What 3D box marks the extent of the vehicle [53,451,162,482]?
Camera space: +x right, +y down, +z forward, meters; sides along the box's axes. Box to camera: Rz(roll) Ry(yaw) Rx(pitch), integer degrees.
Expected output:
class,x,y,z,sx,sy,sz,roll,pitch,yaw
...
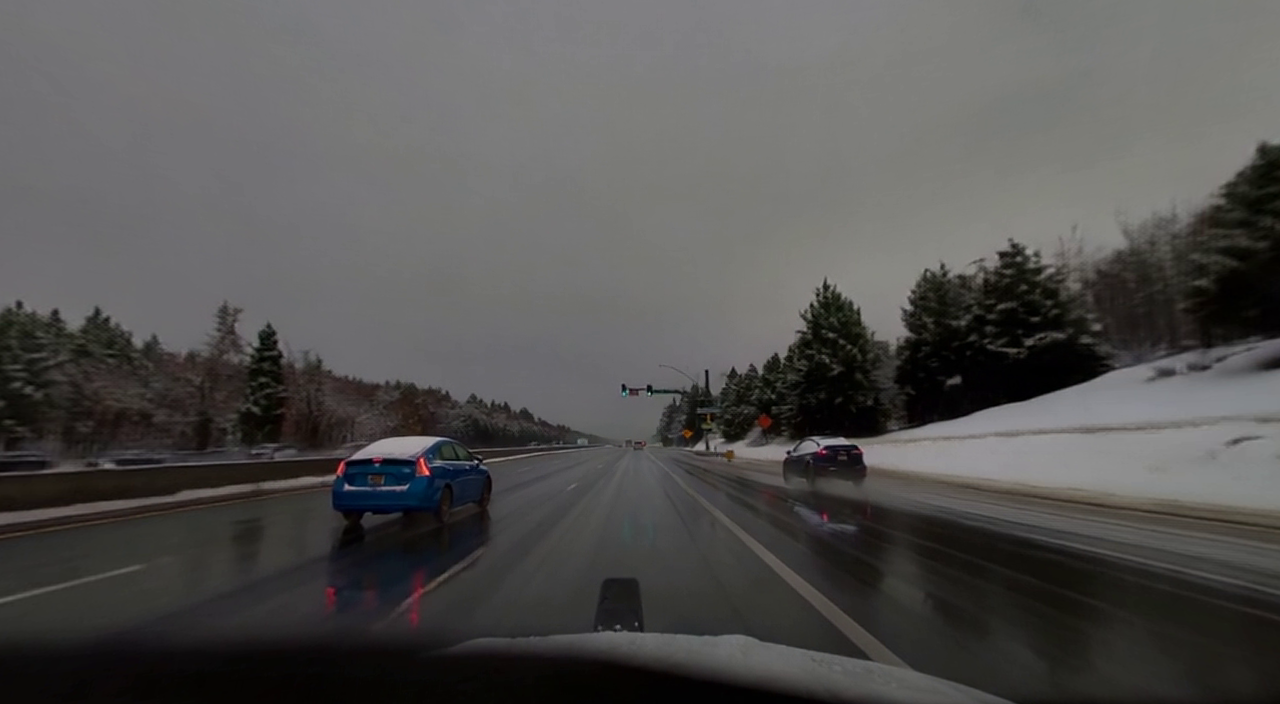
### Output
class,x,y,z,sx,sy,sz,roll,pitch,yaw
vehicle,-28.679,6.140,34.111,1.869,1.499,4.581,-1,-9,1

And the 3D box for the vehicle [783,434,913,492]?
class,x,y,z,sx,sy,sz,roll,pitch,yaw
vehicle,5.945,3.240,18.717,2.049,1.481,4.774,0,-9,-3

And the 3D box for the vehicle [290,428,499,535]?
class,x,y,z,sx,sy,sz,roll,pitch,yaw
vehicle,-4.071,2.221,11.432,1.987,1.516,4.478,-1,-9,0
